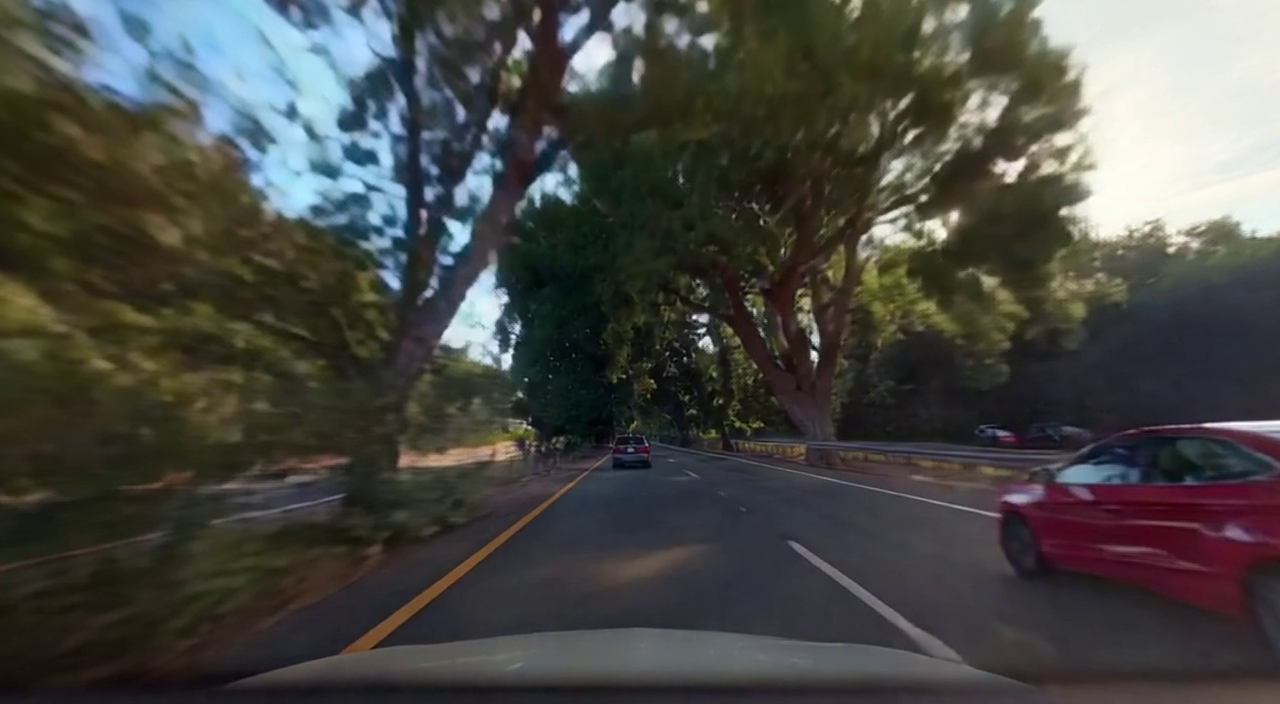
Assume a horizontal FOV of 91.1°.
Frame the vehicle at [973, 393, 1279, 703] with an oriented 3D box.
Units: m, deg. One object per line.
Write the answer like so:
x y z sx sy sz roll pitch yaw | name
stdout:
4.109 1.029 3.561 2.010 1.508 4.285 0 -8 -1 | vehicle

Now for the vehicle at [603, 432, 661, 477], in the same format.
-0.283 3.634 22.690 1.897 1.479 3.724 0 -8 -1 | vehicle
